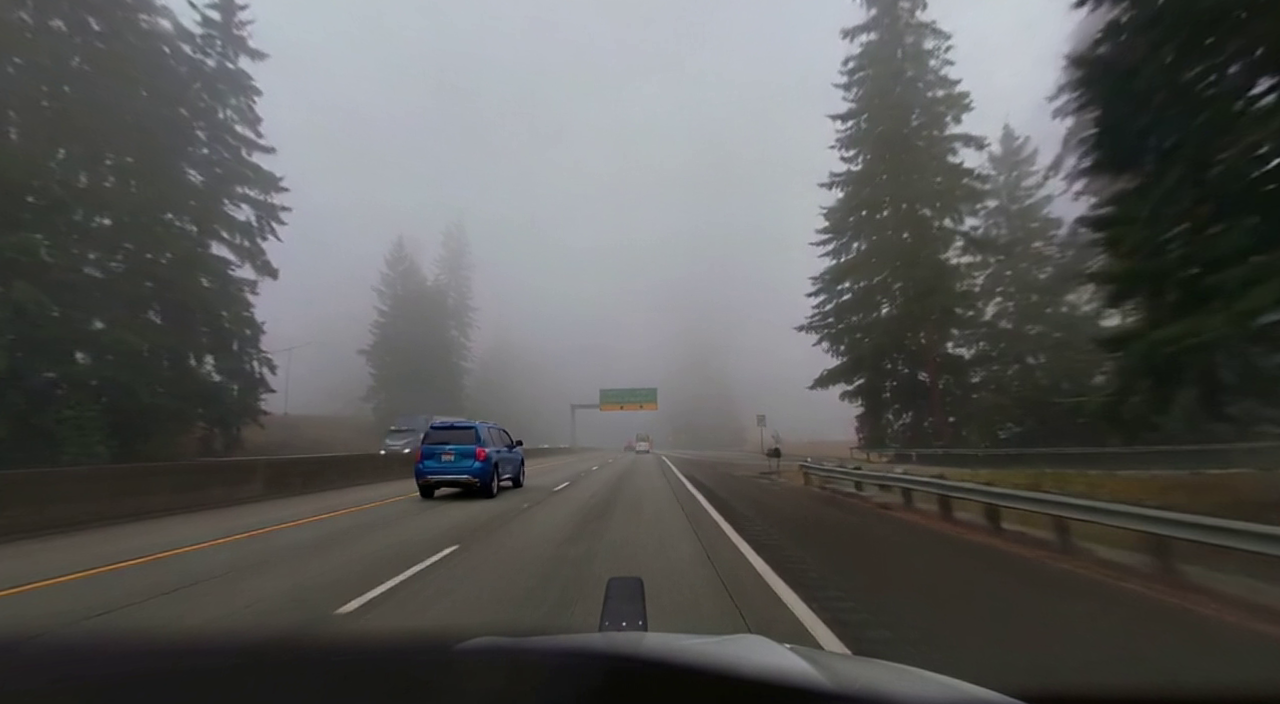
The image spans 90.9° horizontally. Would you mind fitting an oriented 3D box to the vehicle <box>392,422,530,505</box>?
[{"bbox_3d":[-4.236,2.696,15.821,2.084,1.752,4.479,0,-8,1],"label":"vehicle"}]
